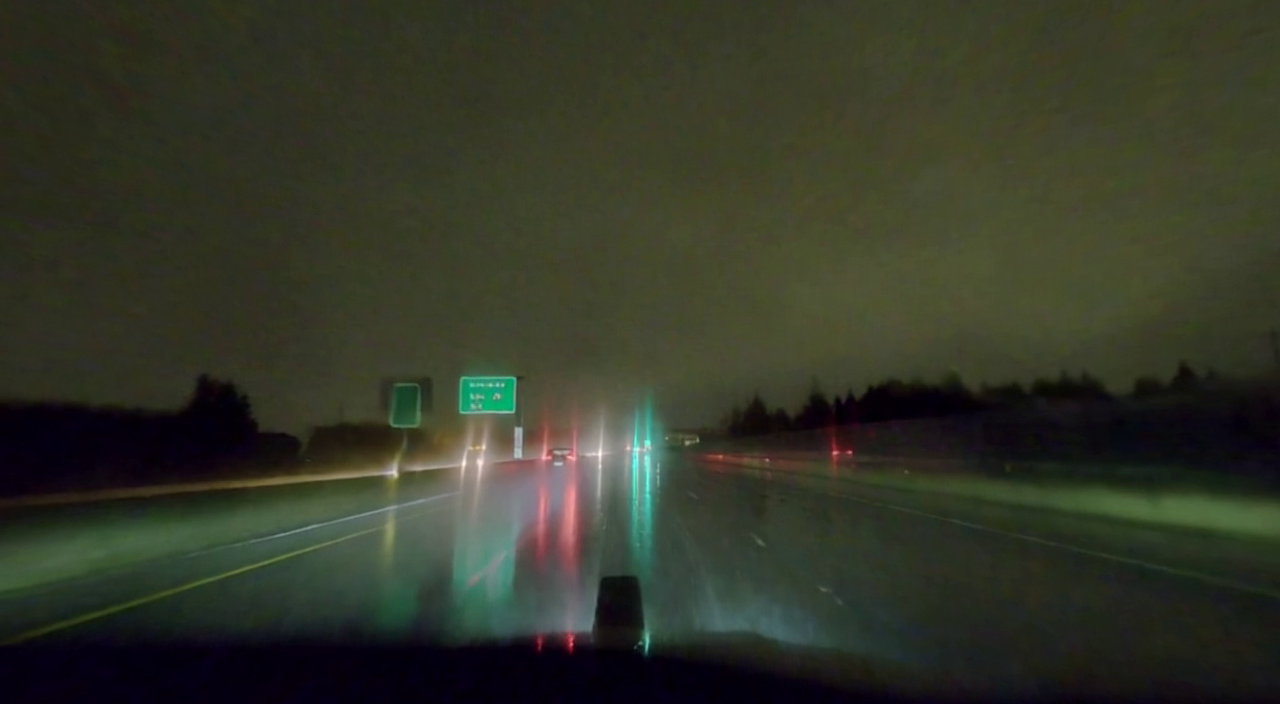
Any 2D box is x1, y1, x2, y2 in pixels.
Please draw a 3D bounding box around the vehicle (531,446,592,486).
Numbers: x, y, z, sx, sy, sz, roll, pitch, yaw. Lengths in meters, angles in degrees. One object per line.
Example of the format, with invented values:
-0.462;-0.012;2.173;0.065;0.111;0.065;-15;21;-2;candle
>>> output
-3.264;4.822;26.851;2.100;1.525;4.179;0;-9;0;vehicle
